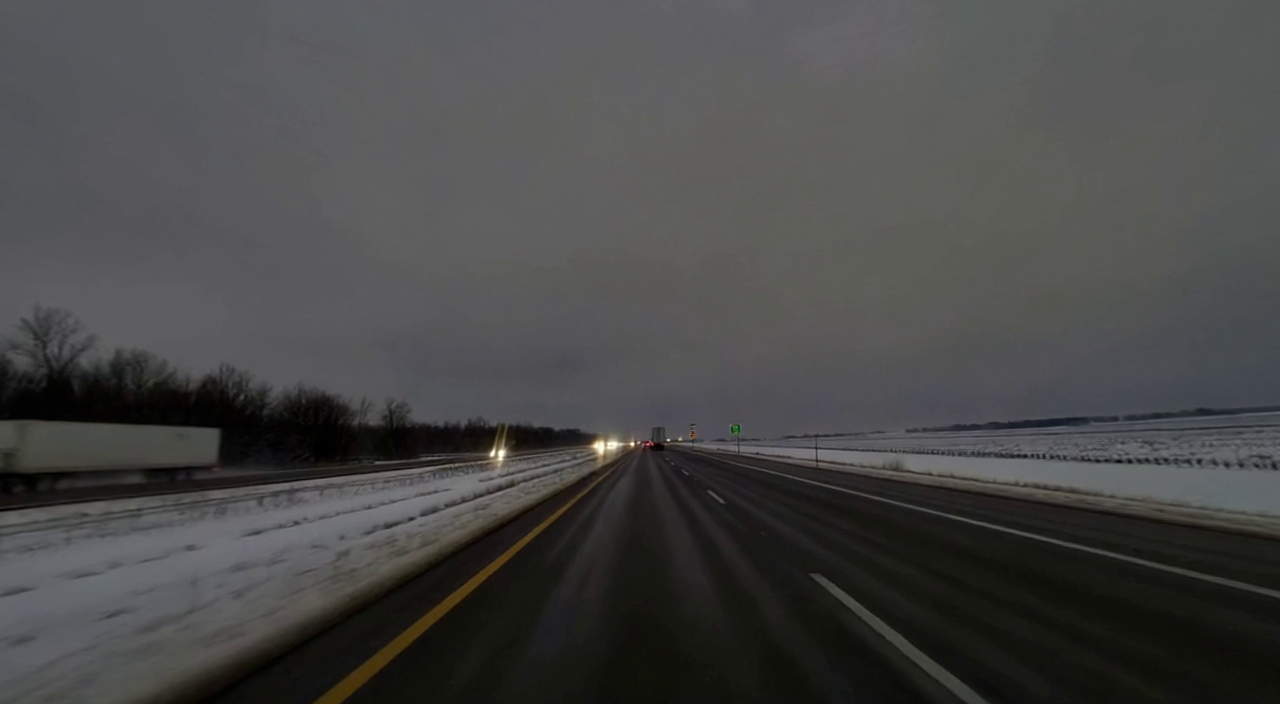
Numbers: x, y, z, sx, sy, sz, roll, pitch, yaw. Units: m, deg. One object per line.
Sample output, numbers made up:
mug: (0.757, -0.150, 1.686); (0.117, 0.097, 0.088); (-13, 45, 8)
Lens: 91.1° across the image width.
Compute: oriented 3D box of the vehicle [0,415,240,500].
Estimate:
vehicle: (-32.493, 6.512, 39.947); (2.933, 4.229, 16.545); (0, -8, 1)
